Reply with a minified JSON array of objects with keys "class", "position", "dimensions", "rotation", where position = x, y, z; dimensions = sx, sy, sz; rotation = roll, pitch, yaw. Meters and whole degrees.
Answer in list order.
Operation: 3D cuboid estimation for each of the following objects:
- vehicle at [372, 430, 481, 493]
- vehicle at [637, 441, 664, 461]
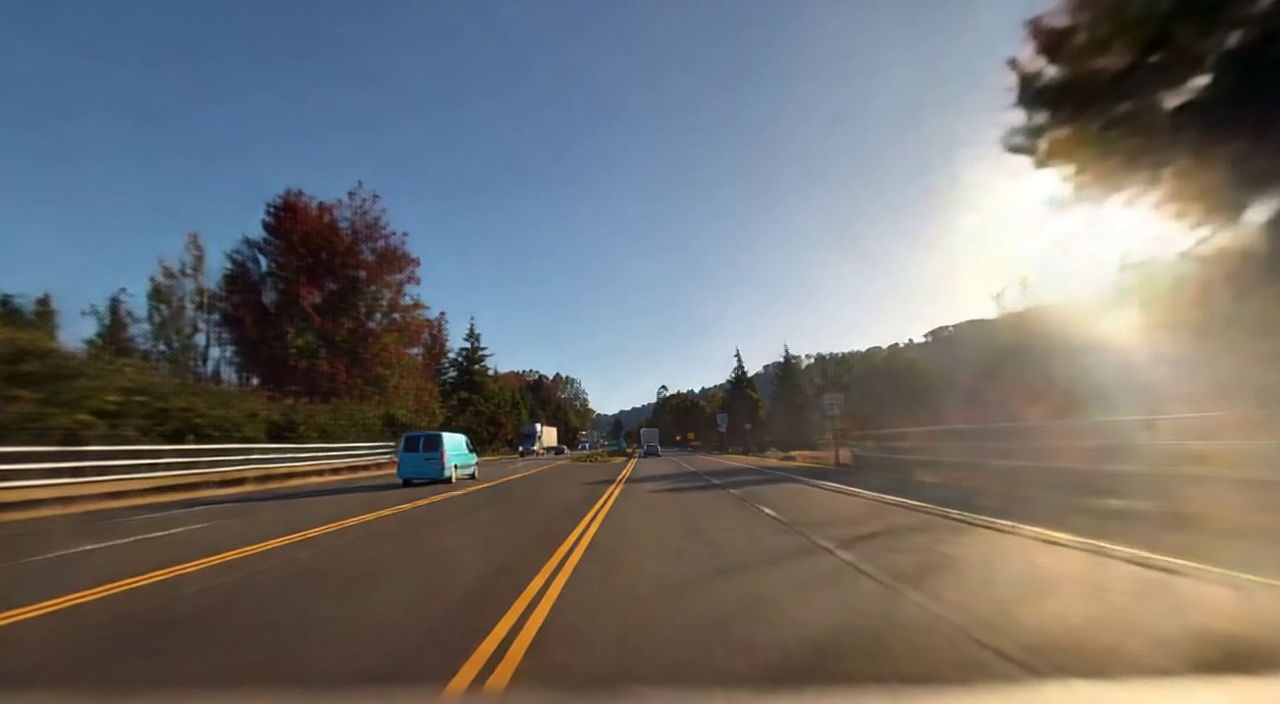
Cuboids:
[{"class":"vehicle","position":[-7.059,3.663,21.399],"dimensions":[2.068,1.897,4.372],"rotation":[0,-8,1]},{"class":"vehicle","position":[0.855,7.798,49.658],"dimensions":[2.061,1.469,3.782],"rotation":[0,-8,1]}]
